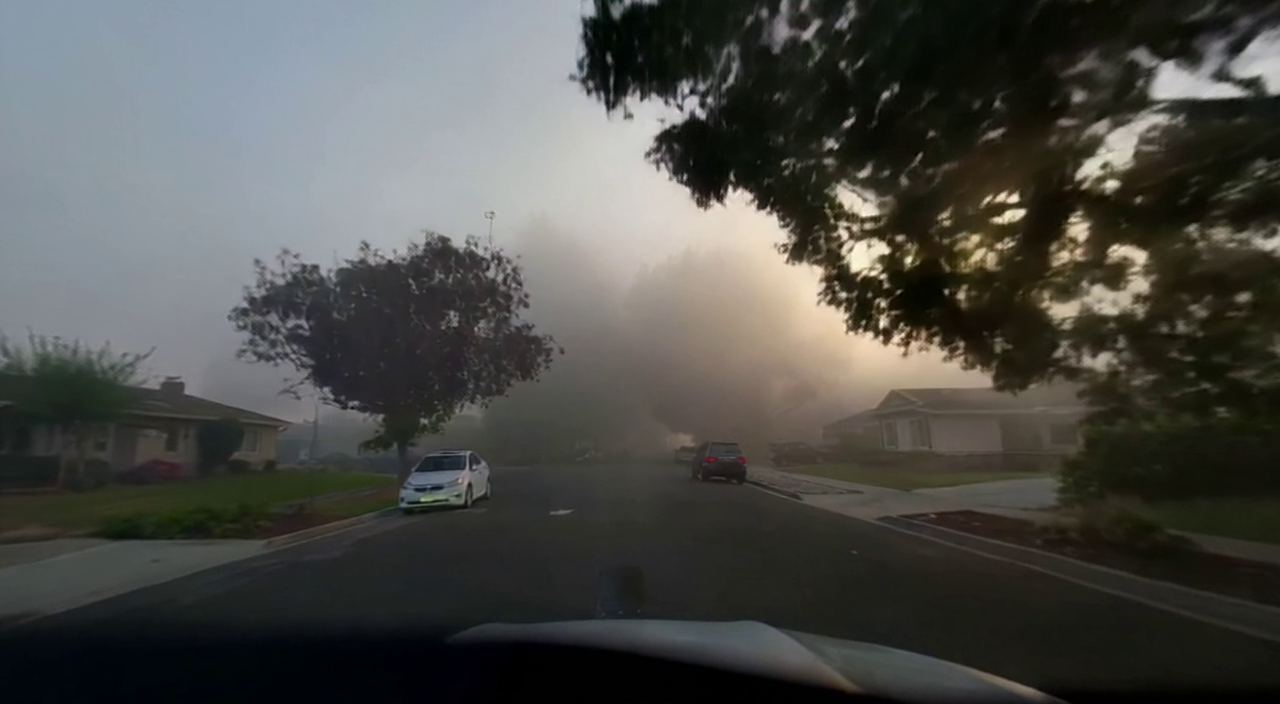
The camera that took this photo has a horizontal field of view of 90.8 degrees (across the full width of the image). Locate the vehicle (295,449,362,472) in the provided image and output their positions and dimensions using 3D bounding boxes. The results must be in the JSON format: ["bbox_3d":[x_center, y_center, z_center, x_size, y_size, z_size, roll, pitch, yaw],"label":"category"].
[{"bbox_3d":[-21.249,7.429,43.209,3.610,1.501,1.814,-1,-9,4],"label":"vehicle"}]

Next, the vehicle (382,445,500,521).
[{"bbox_3d":[-4.838,3.199,16.109,1.981,1.463,4.631,0,-7,-6],"label":"vehicle"}]

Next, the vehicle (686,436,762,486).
[{"bbox_3d":[3.232,4.352,25.504,2.228,1.813,4.901,0,-9,-2],"label":"vehicle"}]

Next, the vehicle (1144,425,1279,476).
[{"bbox_3d":[18.797,3.045,19.584,4.484,1.492,2.071,0,-9,0],"label":"vehicle"}]

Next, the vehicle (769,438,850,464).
[{"bbox_3d":[11.151,6.527,41.721,4.781,1.700,1.914,1,-9,-4],"label":"vehicle"}]
